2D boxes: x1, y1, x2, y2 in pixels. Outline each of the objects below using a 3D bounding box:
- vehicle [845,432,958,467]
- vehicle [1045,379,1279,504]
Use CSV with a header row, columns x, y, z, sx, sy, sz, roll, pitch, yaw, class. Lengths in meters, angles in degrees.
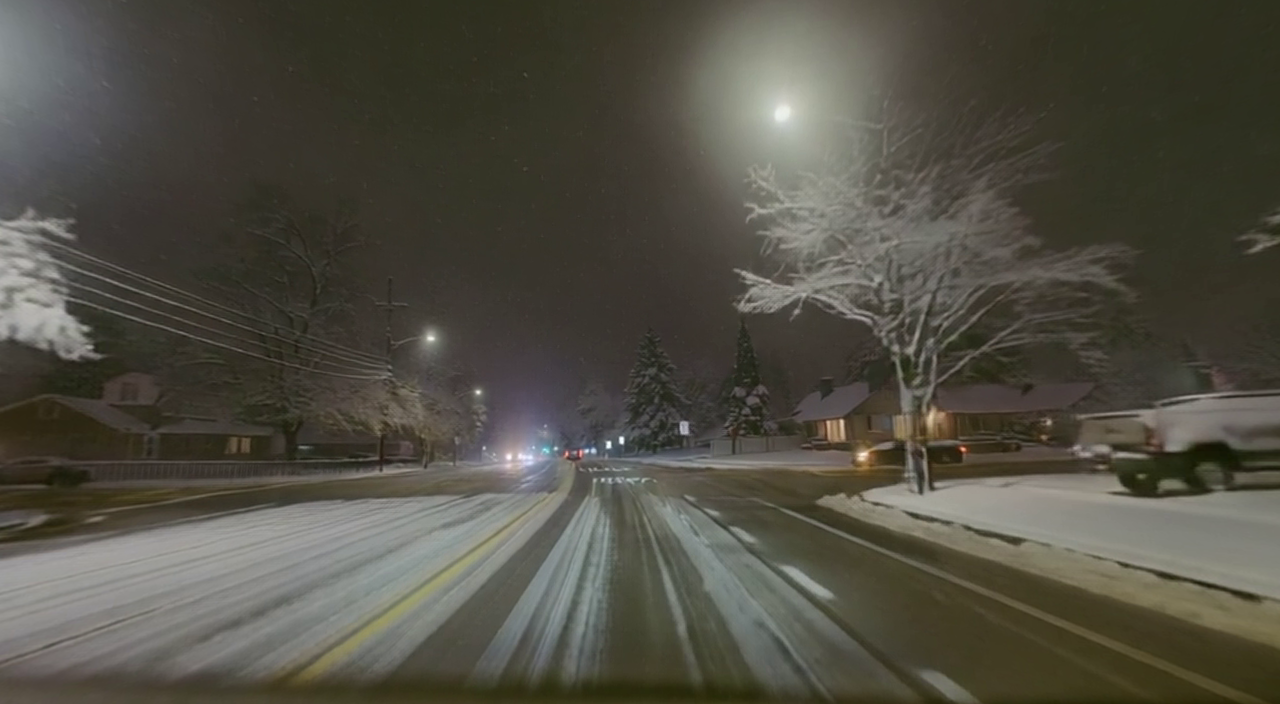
x,y,z,sx,sy,sz,roll,pitch,yaw,class
12.892,4.838,31.361,4.702,1.661,1.977,0,-8,0,vehicle
11.533,1.690,11.950,5.949,2.092,2.570,0,-9,-1,vehicle
